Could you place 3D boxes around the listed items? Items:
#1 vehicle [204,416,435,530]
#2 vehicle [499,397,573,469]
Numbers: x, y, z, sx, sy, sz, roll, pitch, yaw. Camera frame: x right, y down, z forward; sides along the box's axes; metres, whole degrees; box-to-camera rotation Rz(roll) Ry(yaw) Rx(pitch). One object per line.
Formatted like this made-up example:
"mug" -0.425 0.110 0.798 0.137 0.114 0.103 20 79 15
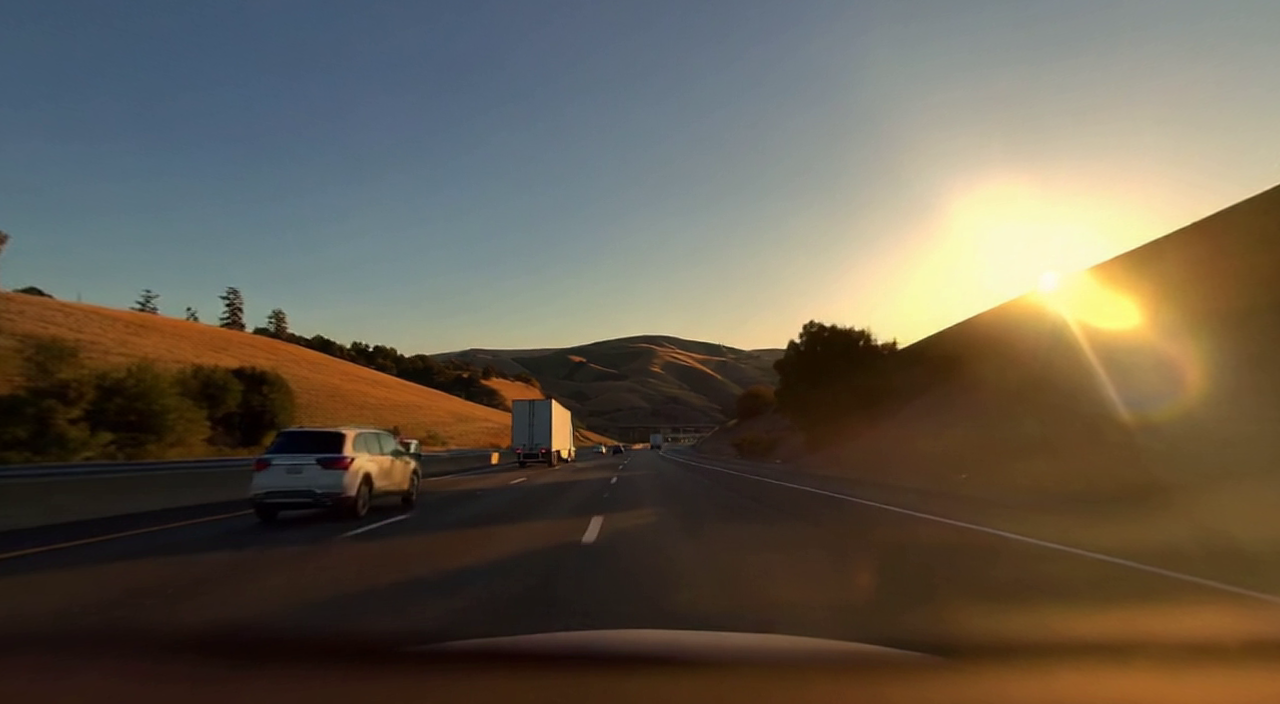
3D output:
"vehicle" -5.684 2.199 11.971 2.099 1.734 4.413 1 -8 -1
"vehicle" -6.286 5.233 39.943 2.981 3.860 11.022 1 -8 -1
